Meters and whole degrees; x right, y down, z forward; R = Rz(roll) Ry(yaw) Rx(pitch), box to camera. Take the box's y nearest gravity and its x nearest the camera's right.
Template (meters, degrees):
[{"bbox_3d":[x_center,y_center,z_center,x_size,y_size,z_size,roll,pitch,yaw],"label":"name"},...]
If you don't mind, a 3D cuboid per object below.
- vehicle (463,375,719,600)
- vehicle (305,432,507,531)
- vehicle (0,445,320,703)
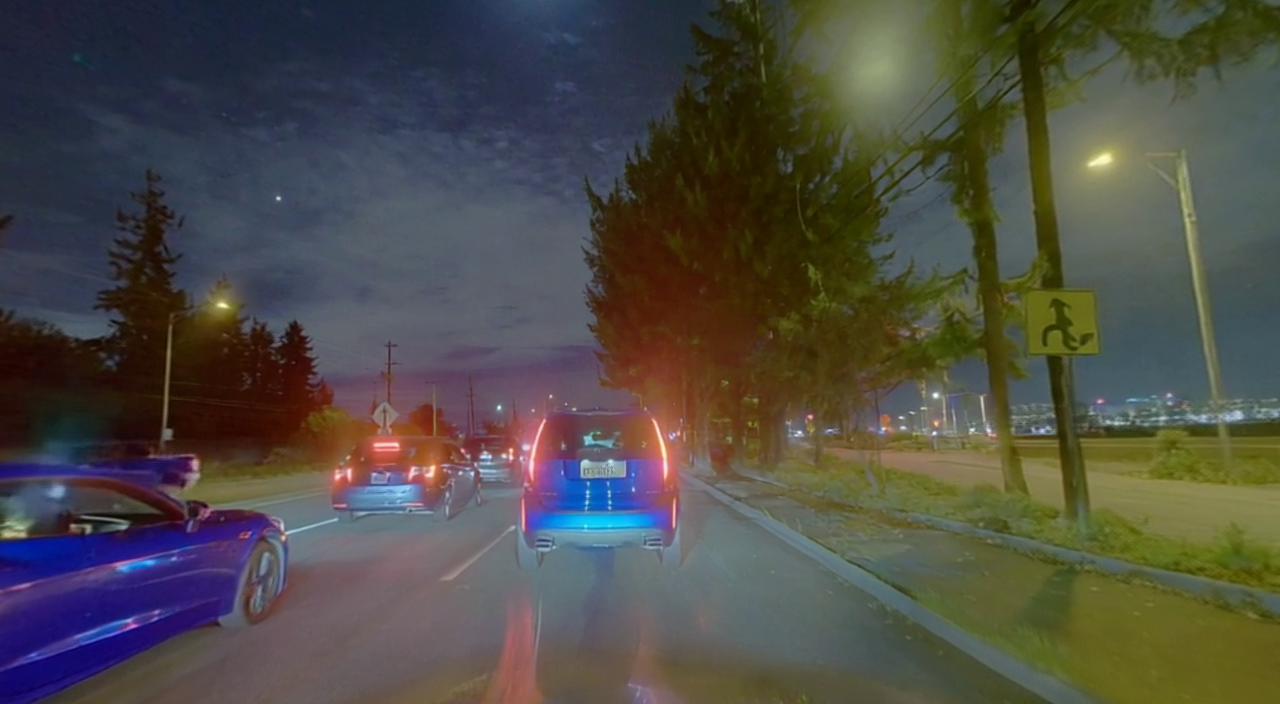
[{"bbox_3d":[-0.384,1.353,7.020,2.012,1.769,3.897,0,-8,0],"label":"vehicle"},{"bbox_3d":[-4.053,2.311,11.929,2.087,1.485,4.452,0,-8,0],"label":"vehicle"},{"bbox_3d":[-3.745,1.140,3.230,1.865,1.314,4.461,0,-8,0],"label":"vehicle"}]
